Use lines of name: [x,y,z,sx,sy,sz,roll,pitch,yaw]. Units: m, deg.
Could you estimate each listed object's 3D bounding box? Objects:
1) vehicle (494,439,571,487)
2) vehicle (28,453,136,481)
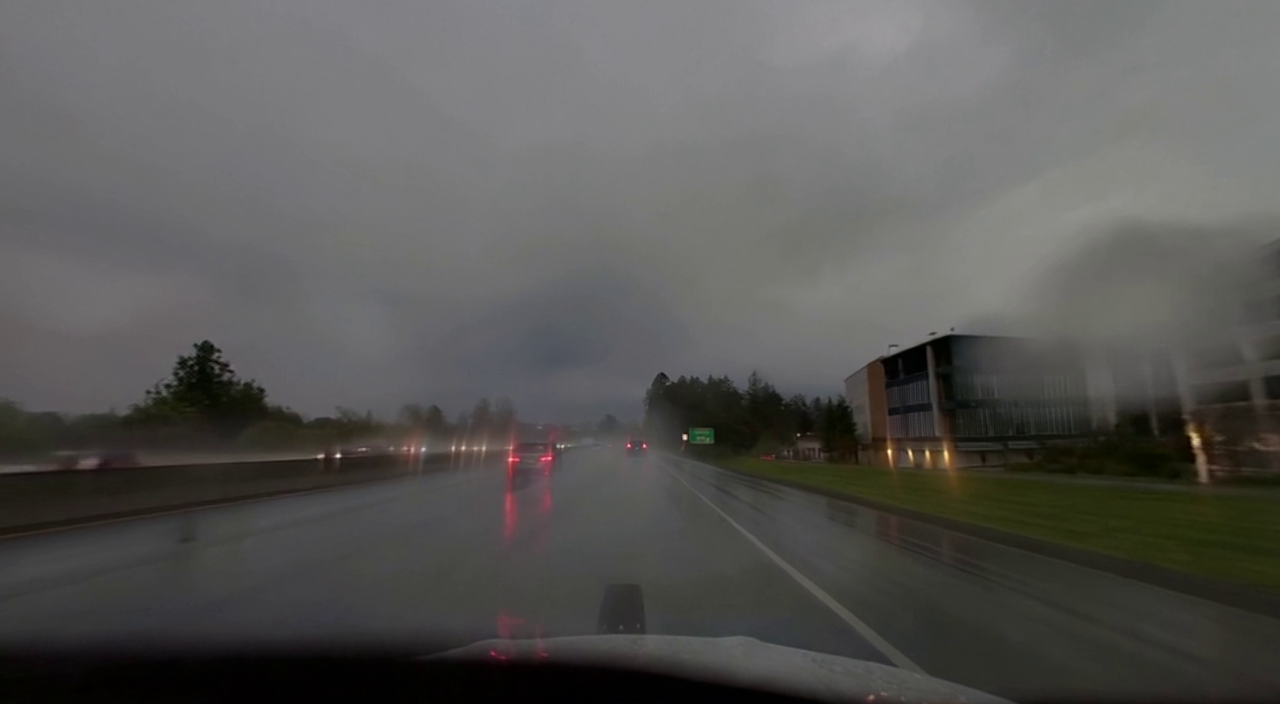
vehicle: [-3.551,3.764,21.683,1.920,1.463,4.134,0,-9,0]
vehicle: [-32.172,6.609,36.654,2.084,1.483,4.615,0,-9,0]
